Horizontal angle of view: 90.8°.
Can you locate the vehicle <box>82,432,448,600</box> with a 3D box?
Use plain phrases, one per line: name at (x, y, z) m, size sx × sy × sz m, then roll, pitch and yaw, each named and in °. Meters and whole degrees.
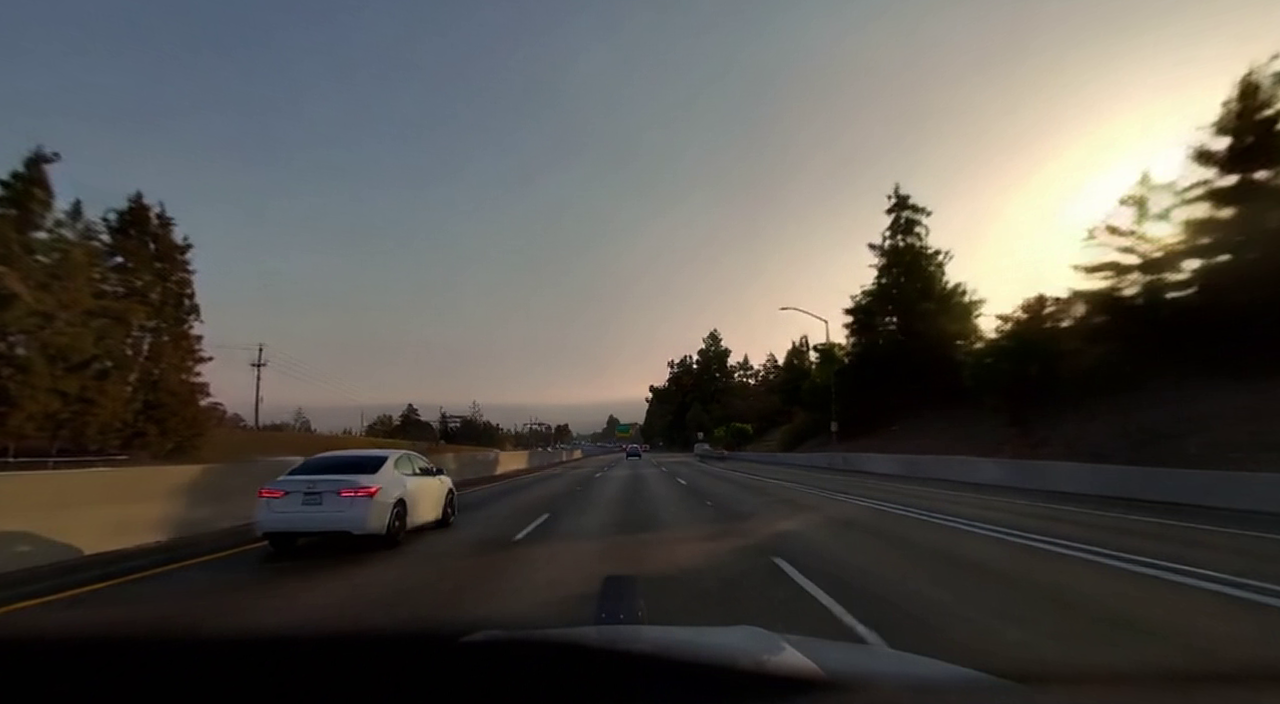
vehicle at (-4.166, 1.859, 8.109) m, size 2.050 × 1.547 × 4.266 m, roll 0°, pitch -9°, yaw 0°
